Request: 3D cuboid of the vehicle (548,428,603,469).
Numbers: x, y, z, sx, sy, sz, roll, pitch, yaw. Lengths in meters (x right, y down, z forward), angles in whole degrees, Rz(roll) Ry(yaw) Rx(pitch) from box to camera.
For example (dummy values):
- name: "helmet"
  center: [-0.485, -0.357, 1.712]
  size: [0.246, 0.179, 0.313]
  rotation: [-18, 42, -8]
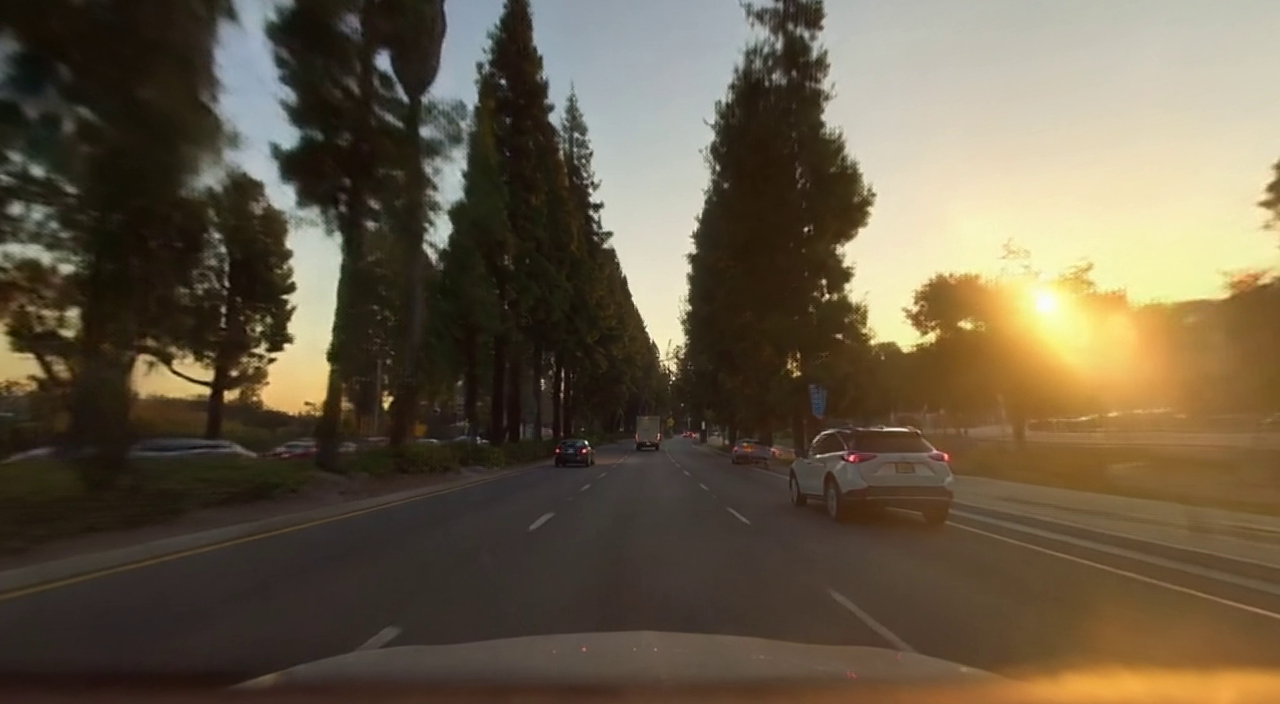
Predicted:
- name: "vehicle"
  center: [-3.251, 5.015, 32.896]
  size: [2.255, 1.940, 4.822]
  rotation: [-1, -9, 2]

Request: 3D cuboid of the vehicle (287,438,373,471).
- name: "vehicle"
  center: [-16.688, 5.518, 34.239]
  size: [2.176, 1.646, 4.643]
  rotation: [0, -8, 1]

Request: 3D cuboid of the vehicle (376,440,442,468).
- name: "vehicle"
  center: [-12.955, 5.753, 35.682]
  size: [1.897, 1.472, 4.592]
  rotation: [-1, -9, 2]

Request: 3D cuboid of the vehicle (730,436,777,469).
- name: "vehicle"
  center: [6.355, 5.682, 35.784]
  size: [2.280, 1.757, 4.572]
  rotation: [-1, -9, 6]

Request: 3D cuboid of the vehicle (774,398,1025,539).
- name: "vehicle"
  center: [4.353, 2.116, 12.084]
  size: [2.381, 2.008, 5.971]
  rotation: [0, -9, 2]

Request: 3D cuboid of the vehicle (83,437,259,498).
- name: "vehicle"
  center: [-13.772, 3.383, 18.888]
  size: [2.181, 1.604, 3.944]
  rotation: [0, -9, 1]
